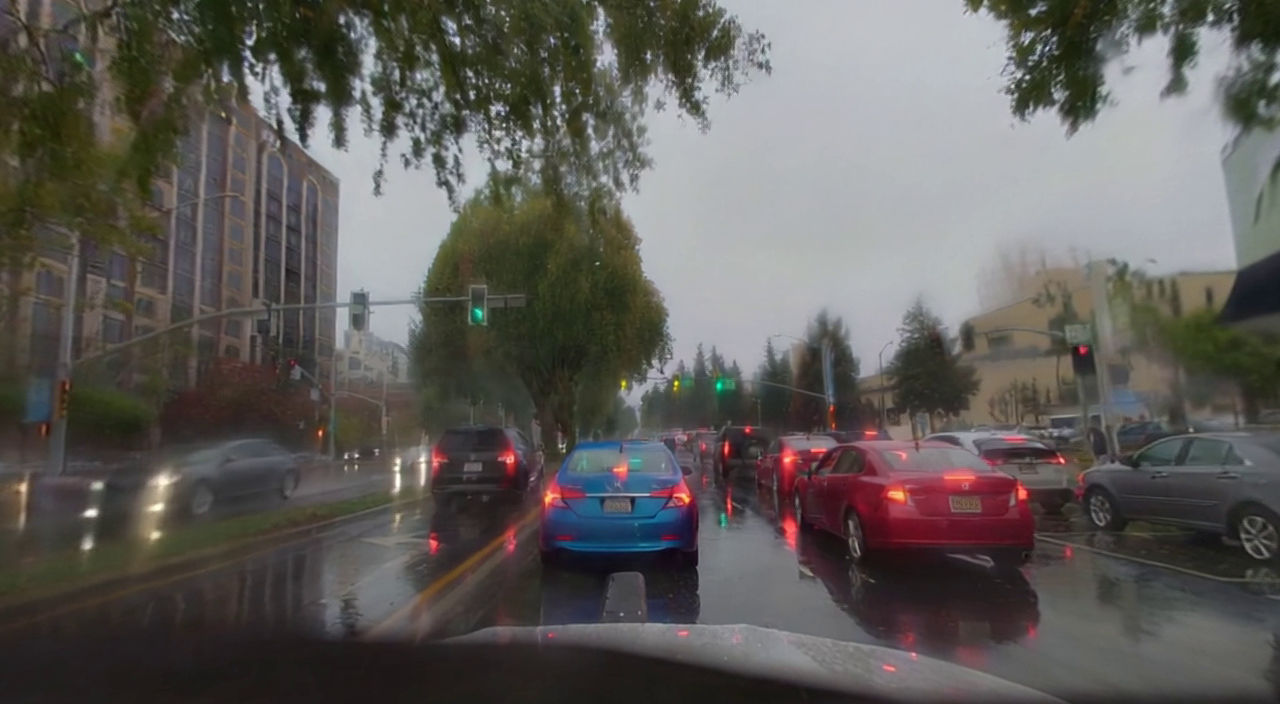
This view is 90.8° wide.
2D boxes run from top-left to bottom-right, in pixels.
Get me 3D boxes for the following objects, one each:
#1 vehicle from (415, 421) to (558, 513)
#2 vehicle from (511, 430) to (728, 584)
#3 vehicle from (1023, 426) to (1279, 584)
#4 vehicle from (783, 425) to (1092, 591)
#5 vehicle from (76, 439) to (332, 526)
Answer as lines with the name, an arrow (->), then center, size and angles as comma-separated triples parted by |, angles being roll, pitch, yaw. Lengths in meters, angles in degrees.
vehicle -> -3.440, 2.706, 15.381 | 2.160, 1.823, 5.115 | 0, -8, 1
vehicle -> -0.178, 1.800, 8.158 | 2.098, 1.477, 3.897 | 0, -8, 1
vehicle -> 7.198, 1.732, 7.818 | 2.004, 1.508, 4.646 | 0, -8, 0
vehicle -> 3.235, 1.756, 7.998 | 2.020, 1.513, 4.120 | 0, -8, 2
vehicle -> -8.688, 2.607, 13.295 | 1.966, 1.469, 4.714 | 0, -9, 1
